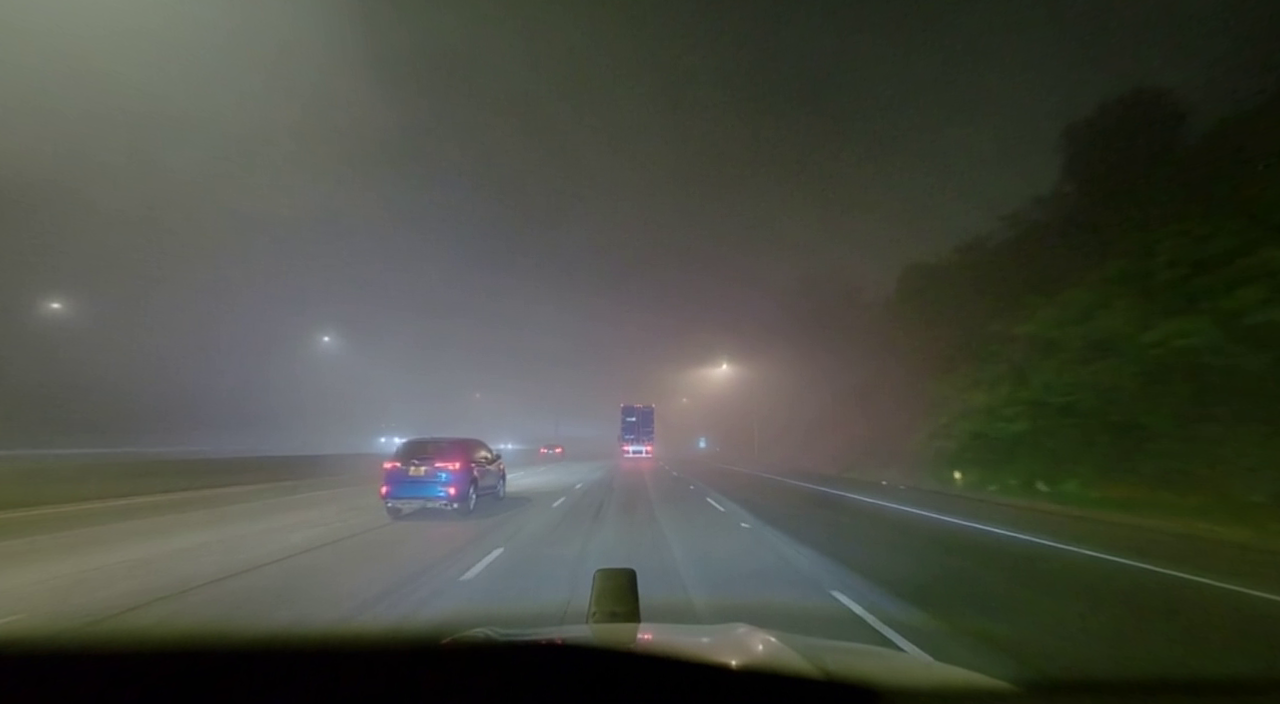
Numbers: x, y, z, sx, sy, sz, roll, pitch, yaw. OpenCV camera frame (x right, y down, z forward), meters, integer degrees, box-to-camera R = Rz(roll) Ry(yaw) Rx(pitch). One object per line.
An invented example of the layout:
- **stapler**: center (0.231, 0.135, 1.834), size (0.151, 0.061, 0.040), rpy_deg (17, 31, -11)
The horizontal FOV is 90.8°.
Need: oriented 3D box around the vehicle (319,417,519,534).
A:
- **vehicle**: center (-3.732, 2.187, 11.739), size (2.077, 1.716, 4.514), rpy_deg (0, -9, 0)
